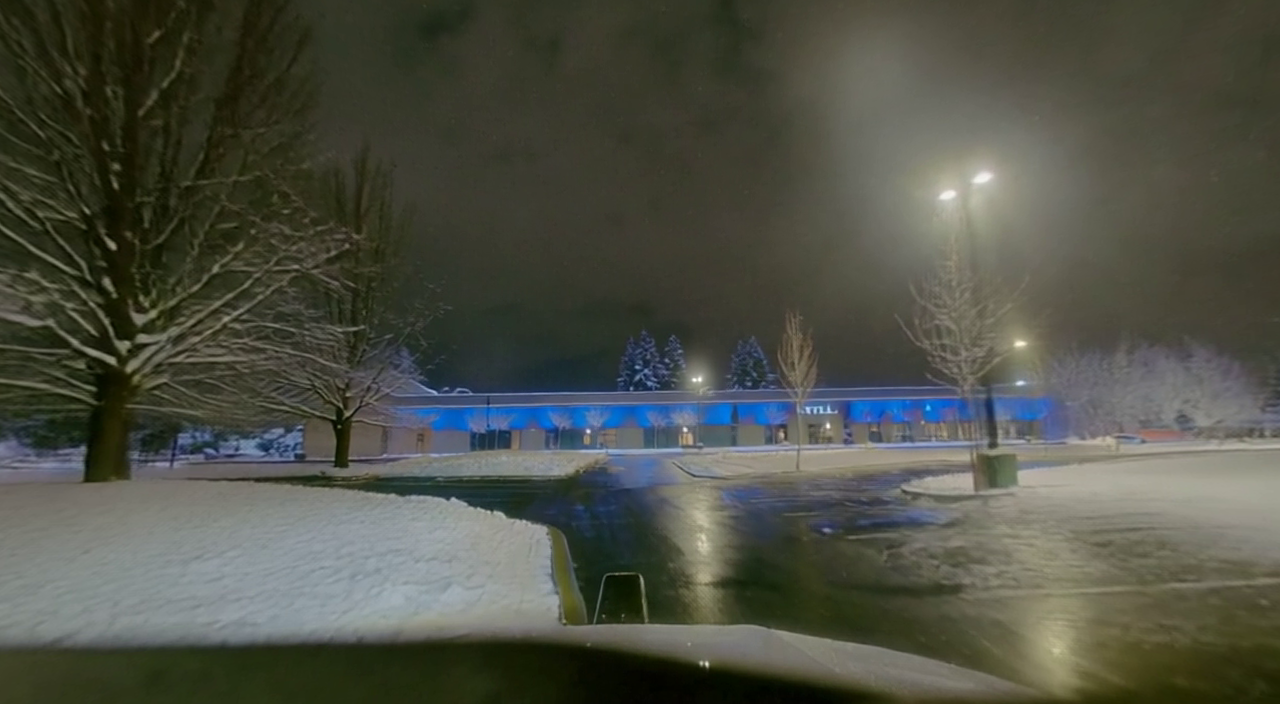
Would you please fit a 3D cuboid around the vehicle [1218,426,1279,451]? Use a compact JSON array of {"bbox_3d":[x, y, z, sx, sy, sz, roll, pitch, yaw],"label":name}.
[{"bbox_3d":[47.591,6.513,47.594,5.754,1.838,2.161,0,-8,1],"label":"vehicle"}]
